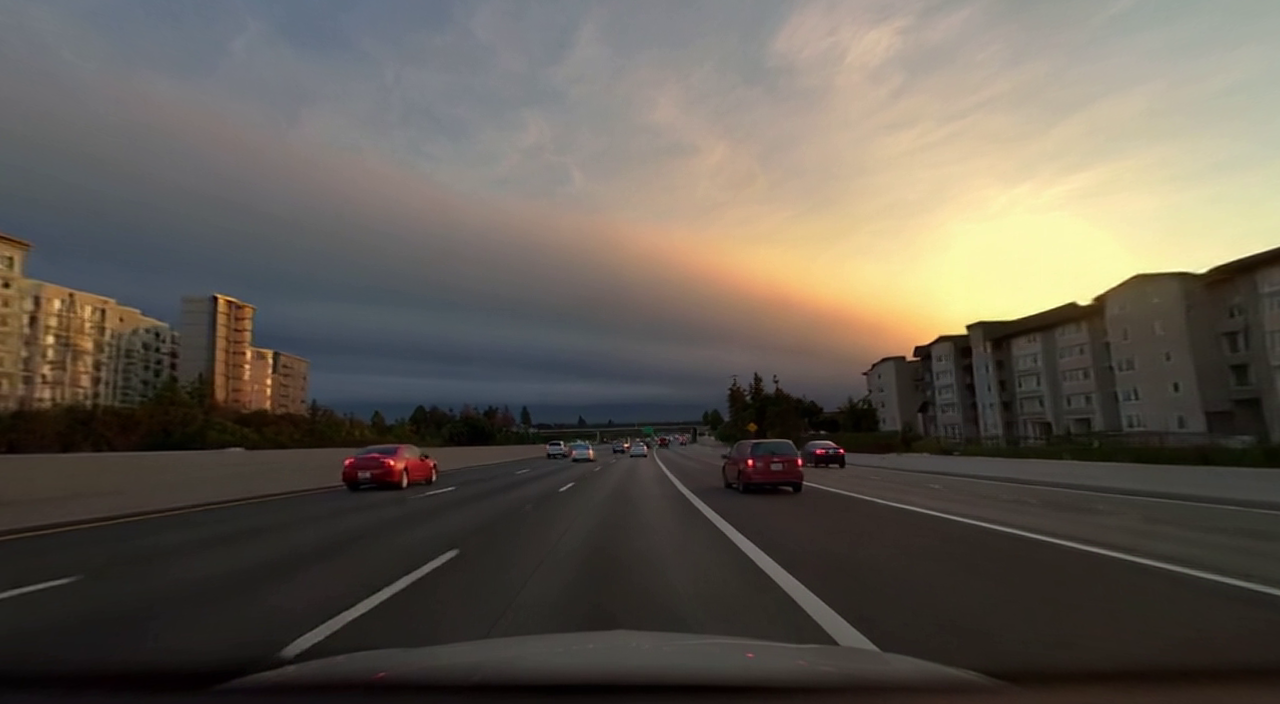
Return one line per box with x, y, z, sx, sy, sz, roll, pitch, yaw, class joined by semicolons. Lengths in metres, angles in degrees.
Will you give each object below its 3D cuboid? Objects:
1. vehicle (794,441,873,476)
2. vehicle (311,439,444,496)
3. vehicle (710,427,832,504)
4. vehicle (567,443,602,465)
8.660;4.790;28.710;2.061;1.459;4.273;0;-9;-3;vehicle
-7.663;3.399;19.041;2.021;1.496;4.495;0;-9;1;vehicle
3.154;2.842;16.228;2.080;1.694;4.286;0;-9;-1;vehicle
-3.781;6.999;43.525;2.002;1.466;4.378;0;-9;0;vehicle
